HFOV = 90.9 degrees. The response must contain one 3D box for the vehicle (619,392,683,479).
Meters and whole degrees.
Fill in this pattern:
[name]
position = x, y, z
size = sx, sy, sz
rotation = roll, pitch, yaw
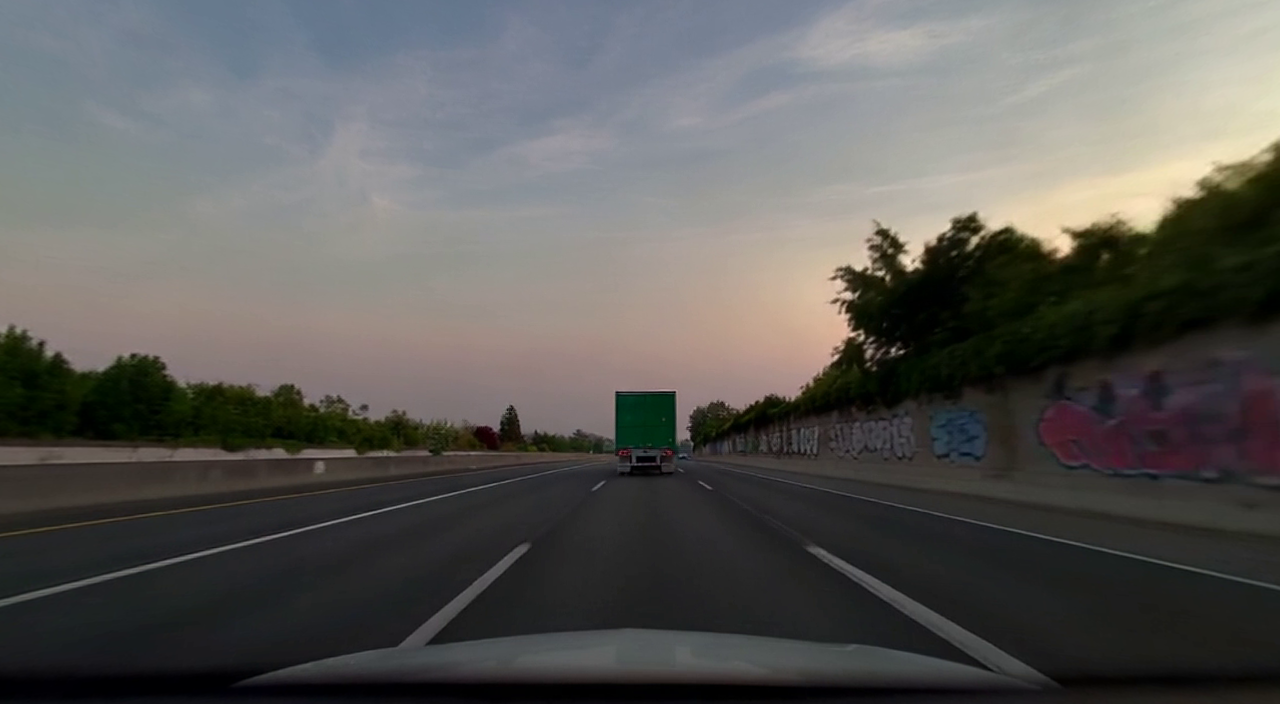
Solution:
[vehicle]
position = 0.423, 4.606, 33.823
size = 2.900, 3.955, 10.151
rotation = 0, -9, -1
